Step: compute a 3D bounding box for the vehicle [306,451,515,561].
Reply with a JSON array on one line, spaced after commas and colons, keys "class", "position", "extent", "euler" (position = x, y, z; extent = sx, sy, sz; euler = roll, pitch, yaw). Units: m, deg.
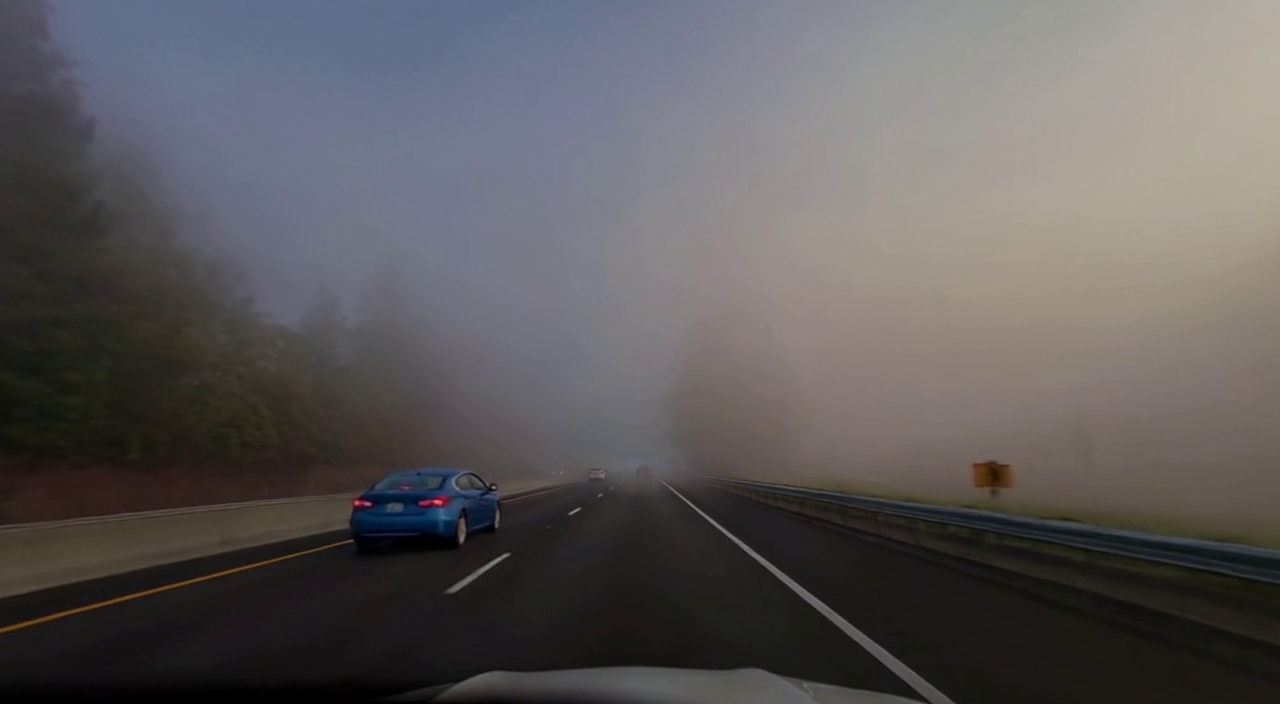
[{"class": "vehicle", "position": [-3.728, 2.621, 11.248], "extent": [2.047, 1.523, 4.279], "euler": [1, -11, 1]}]
